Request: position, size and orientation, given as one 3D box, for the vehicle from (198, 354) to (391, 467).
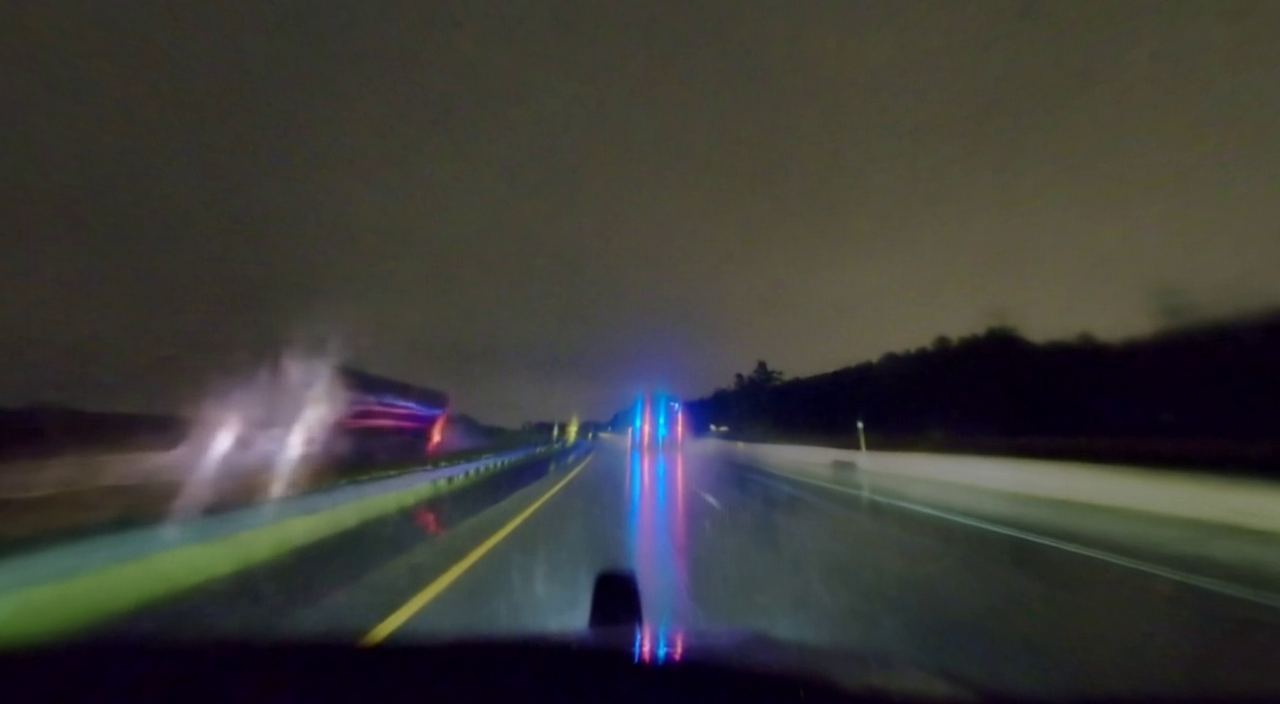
[{"bbox_3d":[-12.067,2.288,23.083,2.809,3.434,7.669,0,-8,-2],"label":"vehicle"}]
